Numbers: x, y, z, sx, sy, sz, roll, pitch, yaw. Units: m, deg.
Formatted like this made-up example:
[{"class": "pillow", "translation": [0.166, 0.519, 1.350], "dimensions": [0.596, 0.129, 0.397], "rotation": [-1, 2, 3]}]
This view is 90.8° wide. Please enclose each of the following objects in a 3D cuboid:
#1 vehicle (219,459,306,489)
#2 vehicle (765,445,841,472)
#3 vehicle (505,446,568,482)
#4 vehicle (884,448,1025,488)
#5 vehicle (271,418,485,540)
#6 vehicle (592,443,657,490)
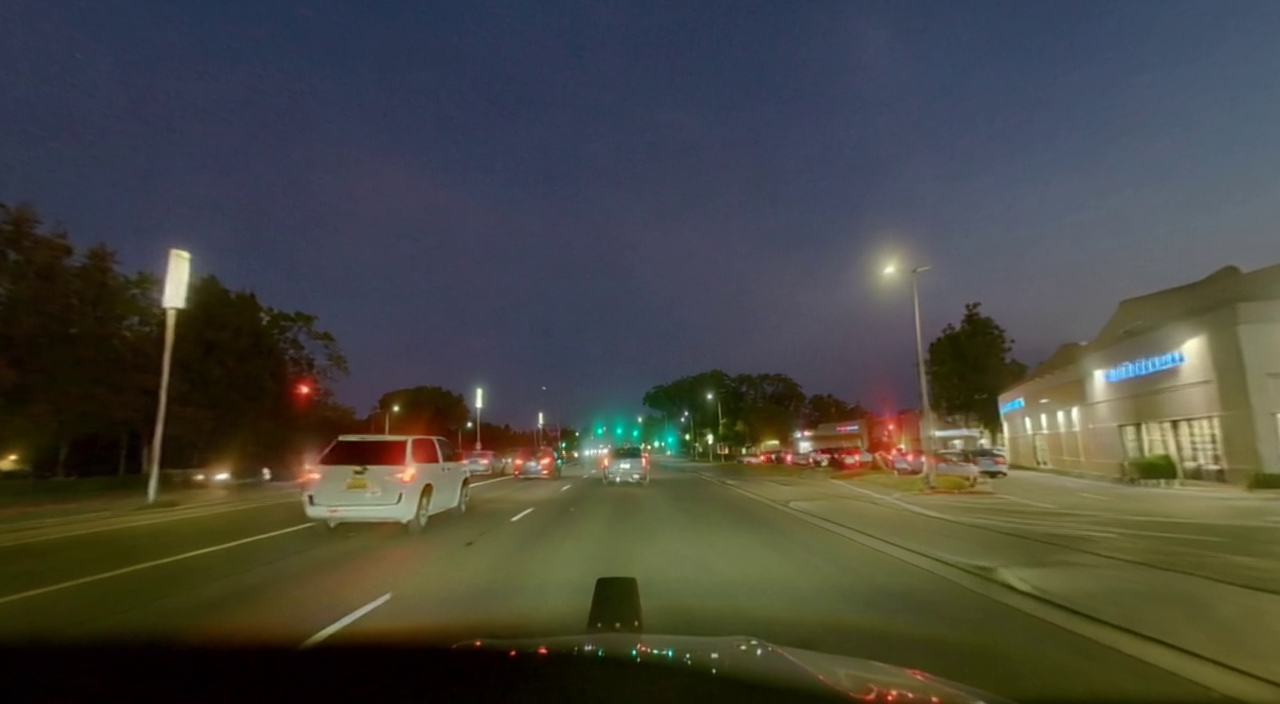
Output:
[{"class": "vehicle", "translation": [-20.277, 6.548, 34.213], "dimensions": [1.937, 1.434, 4.629], "rotation": [0, -9, -1]}, {"class": "vehicle", "translation": [12.291, 8.027, 47.732], "dimensions": [5.102, 1.889, 2.038], "rotation": [0, -9, -4]}, {"class": "vehicle", "translation": [-4.555, 4.987, 28.584], "dimensions": [1.973, 1.456, 4.850], "rotation": [0, -9, 0]}, {"class": "vehicle", "translation": [13.373, 4.955, 27.172], "dimensions": [4.877, 1.603, 2.197], "rotation": [0, -9, 4]}, {"class": "vehicle", "translation": [-4.471, 2.228, 11.728], "dimensions": [2.096, 1.807, 4.413], "rotation": [0, -8, -1]}, {"class": "vehicle", "translation": [-0.533, 3.954, 22.161], "dimensions": [2.061, 1.469, 3.954], "rotation": [0, -9, -1]}]
